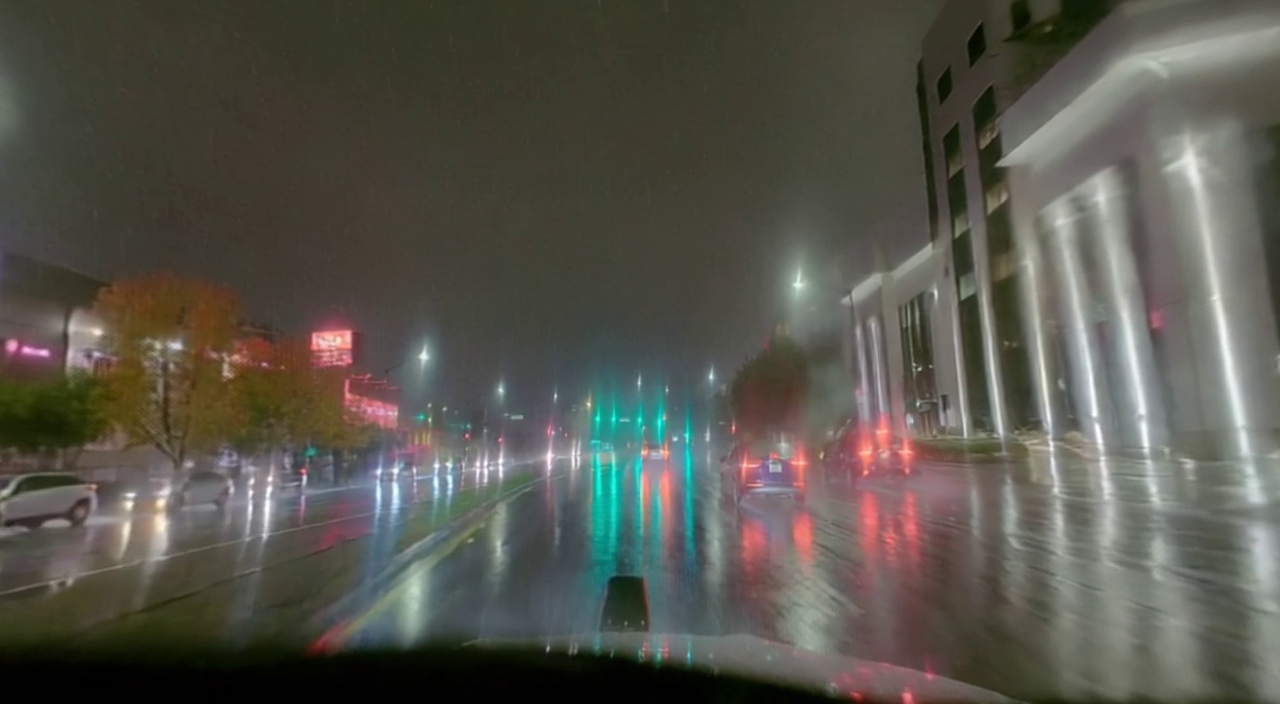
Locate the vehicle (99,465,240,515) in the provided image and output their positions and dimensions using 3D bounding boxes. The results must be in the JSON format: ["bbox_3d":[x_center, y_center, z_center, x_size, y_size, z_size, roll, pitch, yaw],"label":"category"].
[{"bbox_3d":[-18.577,5.423,25.233,1.956,1.647,4.643,0,-8,1],"label":"vehicle"}]

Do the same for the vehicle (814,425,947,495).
[{"bbox_3d":[6.815,3.103,18.512,1.963,1.783,4.722,0,-8,-1],"label":"vehicle"}]

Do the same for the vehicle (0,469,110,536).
[{"bbox_3d":[-18.707,4.433,18.737,2.049,1.678,4.376,0,-8,0],"label":"vehicle"}]

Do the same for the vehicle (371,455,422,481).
[{"bbox_3d":[-18.123,8.650,47.183,1.954,1.779,4.635,0,-8,0],"label":"vehicle"}]

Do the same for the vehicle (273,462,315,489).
[{"bbox_3d":[-24.706,8.793,45.136,2.076,1.688,4.635,3,-9,-22],"label":"vehicle"}]

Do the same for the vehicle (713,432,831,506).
[{"bbox_3d":[3.180,2.911,16.215,1.931,1.591,4.708,0,-8,-1],"label":"vehicle"}]

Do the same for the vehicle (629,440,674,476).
[{"bbox_3d":[0.509,5.249,31.455,2.125,1.669,3.880,0,-8,-1],"label":"vehicle"}]

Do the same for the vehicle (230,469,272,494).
[{"bbox_3d":[-27.513,9.146,44.679,1.989,1.476,4.088,4,-9,-25],"label":"vehicle"}]
